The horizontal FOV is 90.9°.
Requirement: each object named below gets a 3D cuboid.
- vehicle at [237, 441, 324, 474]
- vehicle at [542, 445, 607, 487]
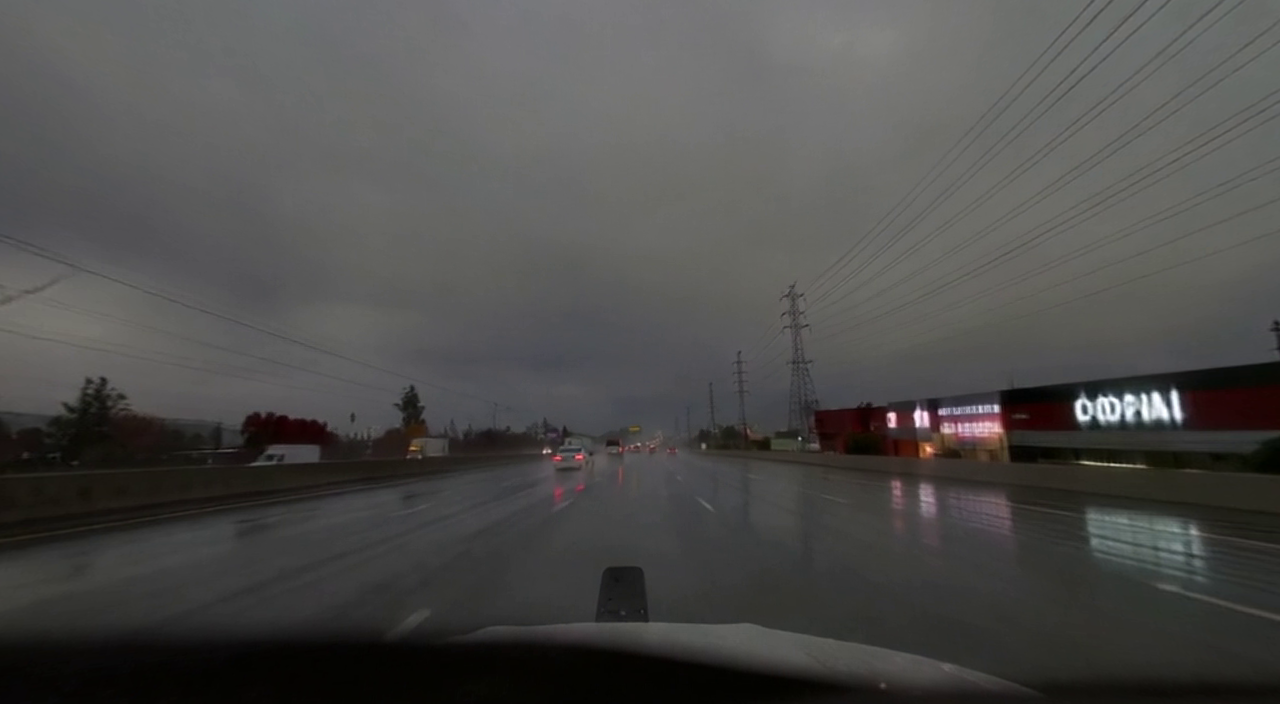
[{"bbox_3d":[-26.641,7.837,47.146,3.012,2.300,6.199,0,-9,-2],"label":"vehicle"},{"bbox_3d":[-2.396,4.322,24.175,1.891,1.444,3.968,-1,-8,3],"label":"vehicle"}]
